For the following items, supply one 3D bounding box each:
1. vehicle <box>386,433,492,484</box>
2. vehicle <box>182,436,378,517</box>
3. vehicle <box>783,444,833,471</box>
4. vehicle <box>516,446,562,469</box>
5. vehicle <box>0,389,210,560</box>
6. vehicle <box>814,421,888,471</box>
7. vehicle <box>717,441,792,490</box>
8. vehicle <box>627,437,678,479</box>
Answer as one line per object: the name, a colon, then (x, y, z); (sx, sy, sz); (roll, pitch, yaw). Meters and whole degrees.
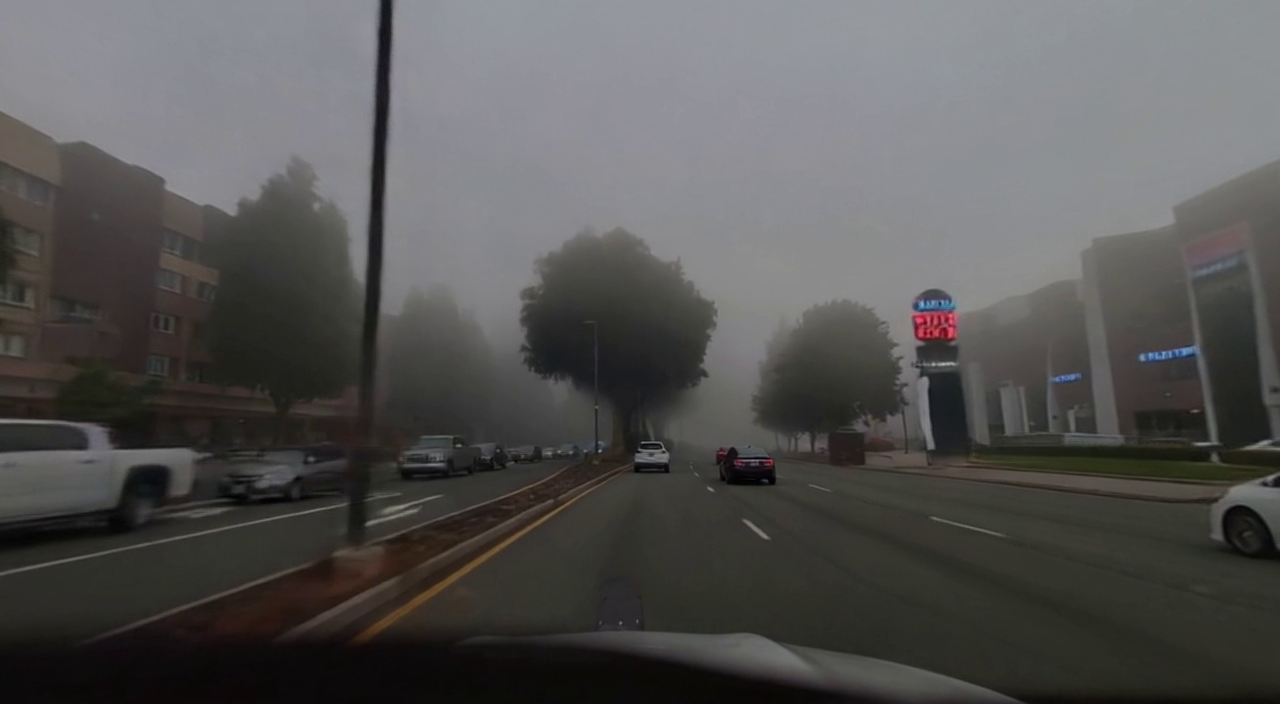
vehicle: (-7.936, 4.279, 25.694); (2.218, 1.819, 5.732); (0, -9, 3)
vehicle: (-8.582, 2.977, 15.759); (1.920, 1.590, 5.041); (-3, -8, 1)
vehicle: (9.705, 6.109, 36.851); (1.860, 1.475, 4.488); (0, -9, 2)
vehicle: (-6.664, 6.986, 42.098); (1.992, 1.465, 4.458); (-1, -9, 5)
vehicle: (-8.669, 1.553, 8.162); (2.460, 1.970, 5.271); (0, -9, 0)
vehicle: (13.192, 5.950, 40.080); (2.790, 2.897, 6.326); (-1, -9, 4)
vehicle: (3.791, 3.806, 21.567); (1.852, 1.498, 3.825); (0, -9, 0)
vehicle: (0.586, 4.645, 27.789); (2.101, 1.694, 3.979); (0, -9, 2)
